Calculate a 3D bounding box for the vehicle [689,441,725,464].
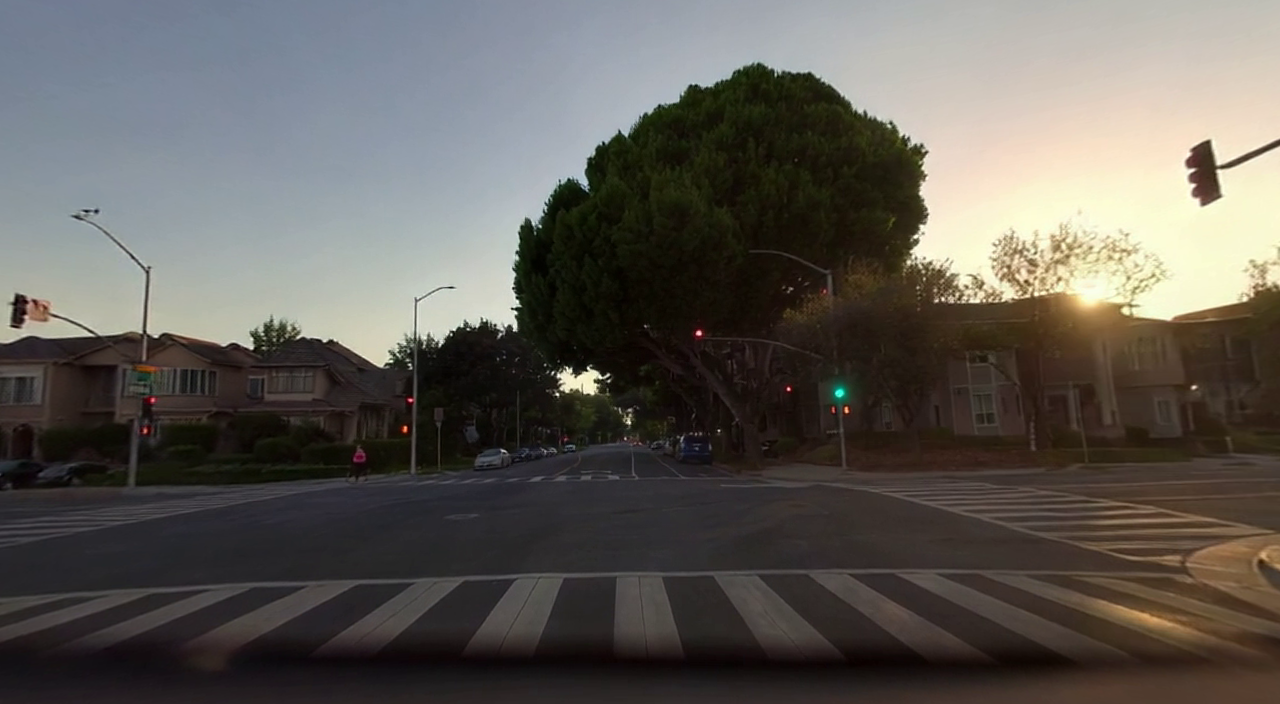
[{"bbox_3d":[4.517,6.801,42.782,1.987,1.466,4.389,0,-8,0],"label":"vehicle"}]
